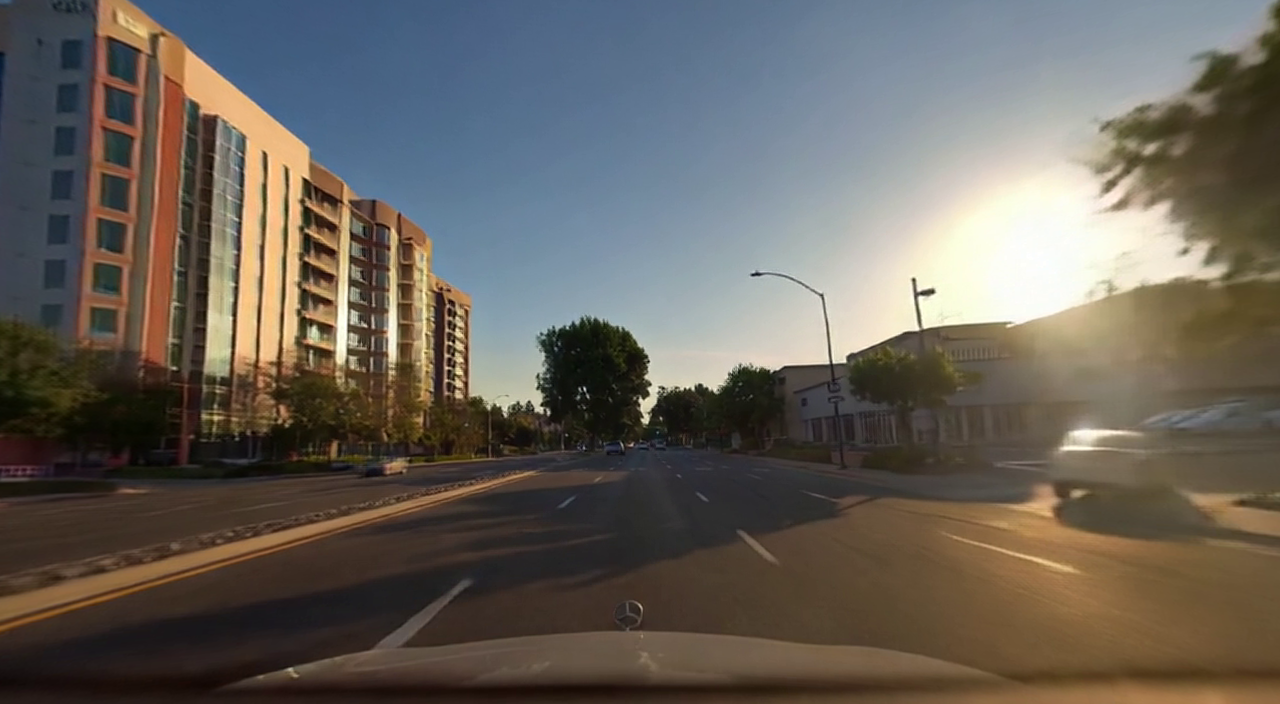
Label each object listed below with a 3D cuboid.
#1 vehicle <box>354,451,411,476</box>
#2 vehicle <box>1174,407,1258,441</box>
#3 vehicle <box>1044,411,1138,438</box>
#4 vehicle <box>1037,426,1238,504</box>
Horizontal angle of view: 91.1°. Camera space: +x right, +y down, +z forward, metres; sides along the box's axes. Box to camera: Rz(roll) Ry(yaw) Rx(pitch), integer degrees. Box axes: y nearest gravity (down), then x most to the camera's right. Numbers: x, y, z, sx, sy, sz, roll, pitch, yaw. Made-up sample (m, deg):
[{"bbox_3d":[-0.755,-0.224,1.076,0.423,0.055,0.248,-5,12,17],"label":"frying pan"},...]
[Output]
[{"bbox_3d":[-17.232,7.492,42.277,1.961,1.525,4.332,0,-9,1],"label":"vehicle"},{"bbox_3d":[28.304,3.607,31.033,1.797,1.498,4.412,-4,-9,26],"label":"vehicle"},{"bbox_3d":[30.260,4.929,42.317,1.979,1.592,4.711,4,-9,-23],"label":"vehicle"},{"bbox_3d":[12.768,2.832,16.072,5.061,1.696,2.129,5,-10,-29],"label":"vehicle"}]
